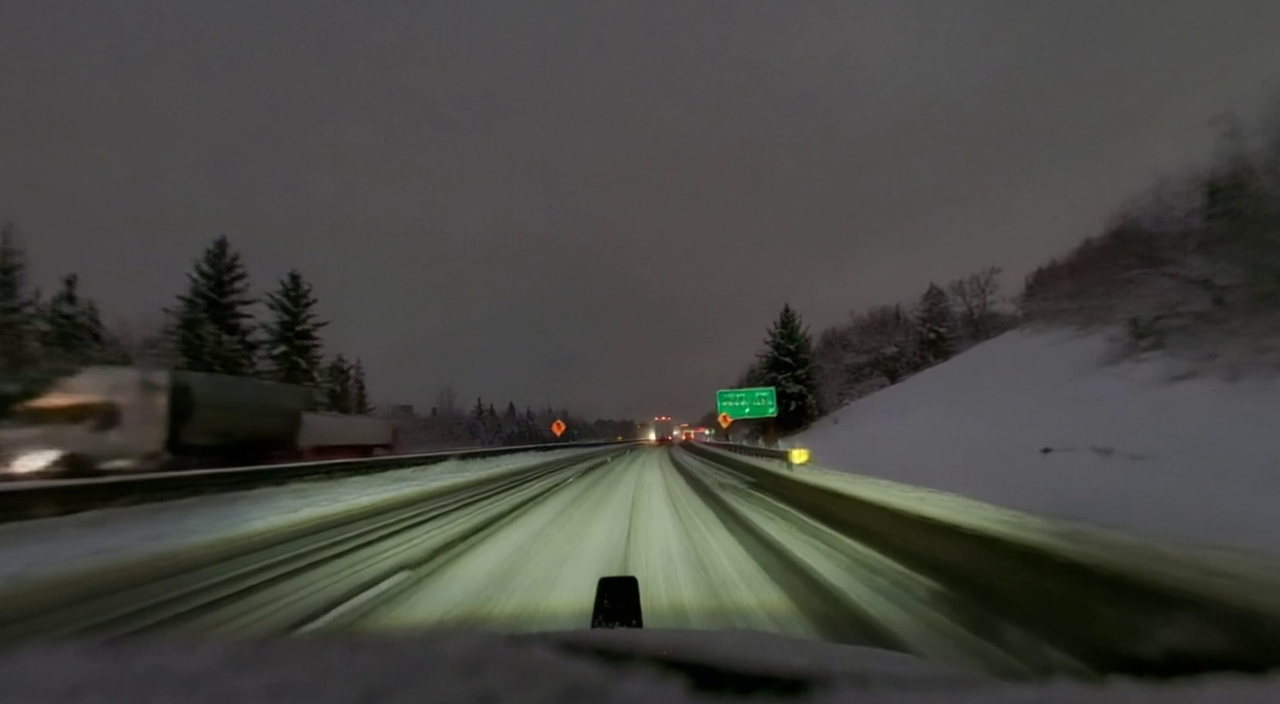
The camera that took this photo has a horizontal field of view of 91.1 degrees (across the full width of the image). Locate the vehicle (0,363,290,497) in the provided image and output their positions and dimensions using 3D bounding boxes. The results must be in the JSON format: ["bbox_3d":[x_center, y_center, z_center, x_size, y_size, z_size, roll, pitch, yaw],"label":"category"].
[{"bbox_3d":[-17.047,2.862,22.773,3.080,3.801,9.455,0,-8,1],"label":"vehicle"}]

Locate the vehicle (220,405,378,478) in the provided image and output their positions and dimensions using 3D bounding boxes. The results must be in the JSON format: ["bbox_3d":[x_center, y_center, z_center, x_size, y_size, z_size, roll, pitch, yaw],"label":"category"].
[{"bbox_3d":[-16.830,4.513,32.061,2.818,3.168,8.954,0,-8,2],"label":"vehicle"}]
